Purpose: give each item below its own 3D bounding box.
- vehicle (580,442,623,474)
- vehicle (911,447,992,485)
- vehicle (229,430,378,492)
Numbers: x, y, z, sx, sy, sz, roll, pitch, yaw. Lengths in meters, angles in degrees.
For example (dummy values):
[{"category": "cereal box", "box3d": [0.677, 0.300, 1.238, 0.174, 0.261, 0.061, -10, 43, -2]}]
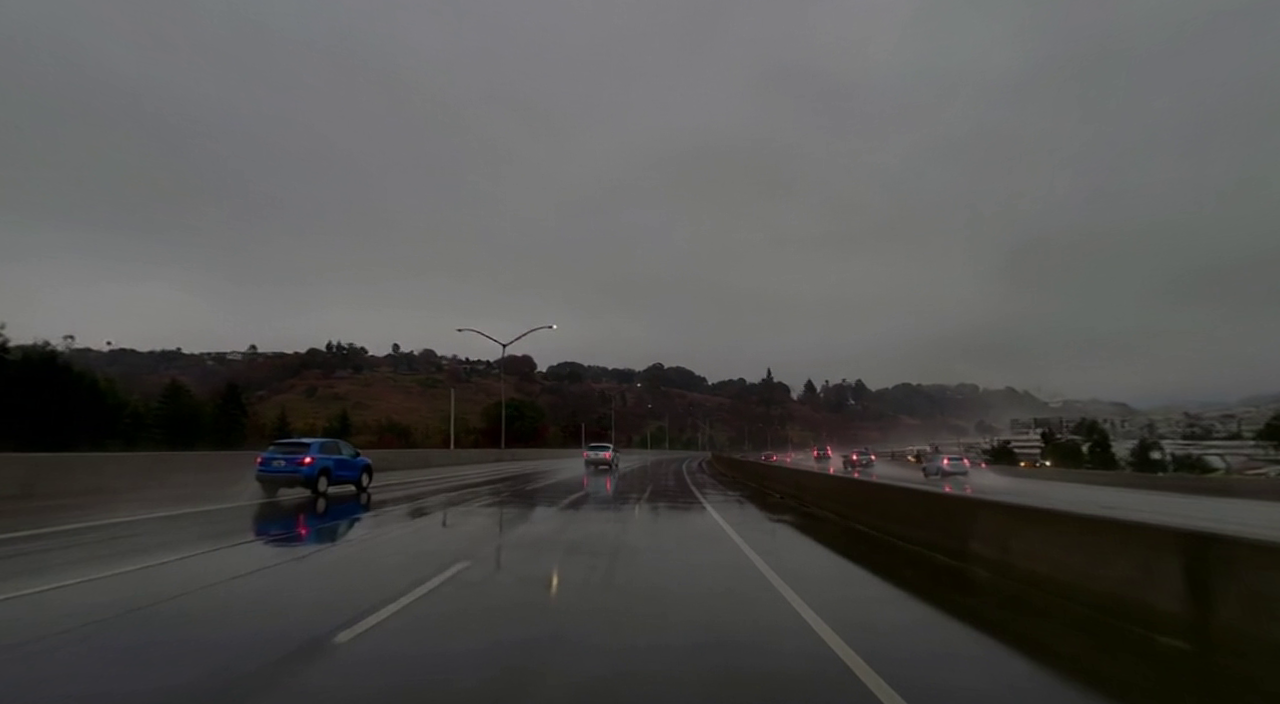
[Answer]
[{"category": "vehicle", "box3d": [-2.217, 6.313, 37.653, 2.028, 1.782, 4.150, -1, -8, 4]}, {"category": "vehicle", "box3d": [14.191, 5.180, 29.045, 1.786, 1.559, 4.496, -1, -8, 6]}, {"category": "vehicle", "box3d": [-10.525, 3.433, 20.231, 2.039, 1.746, 4.528, -1, -8, 4]}]
